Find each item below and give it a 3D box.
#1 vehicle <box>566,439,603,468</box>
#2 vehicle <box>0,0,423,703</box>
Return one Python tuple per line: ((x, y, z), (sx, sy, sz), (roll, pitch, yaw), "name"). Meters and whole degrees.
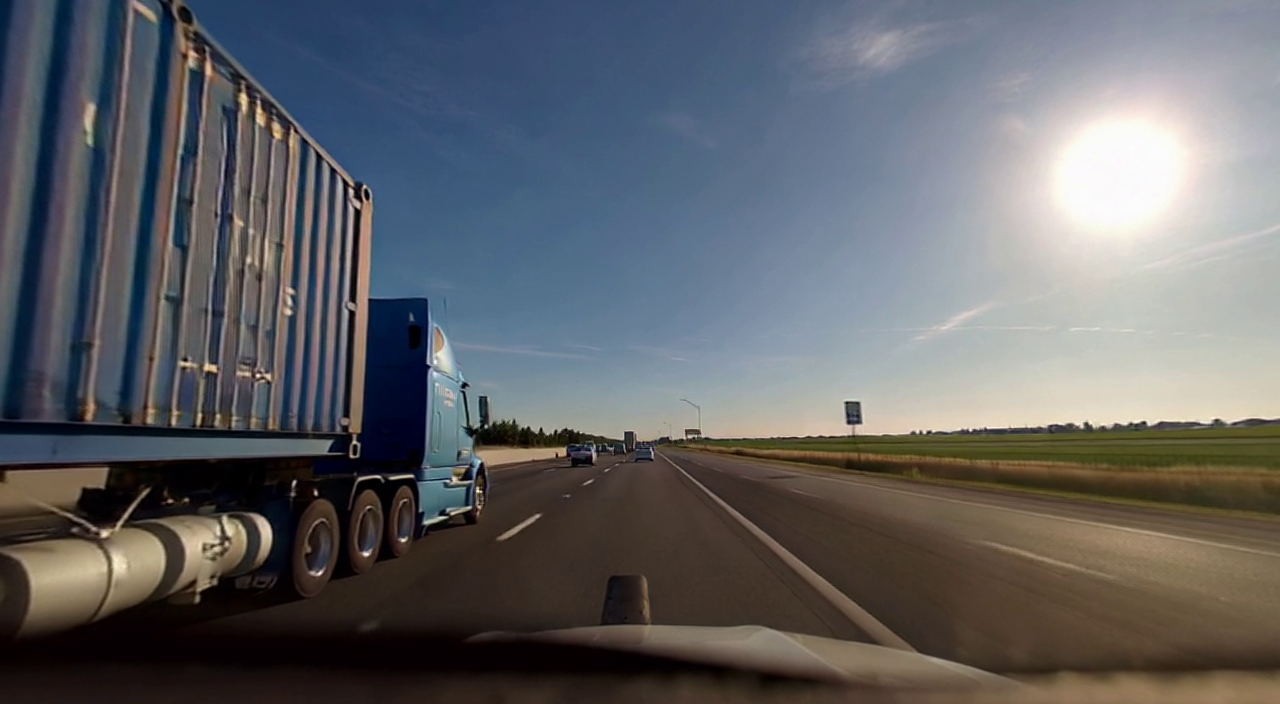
((-3.537, 6.572, 41.069), (1.995, 1.745, 4.187), (0, -8, 1), "vehicle")
((-4.103, -0.443, 0.667), (2.840, 4.032, 13.388), (0, -9, 1), "vehicle")
